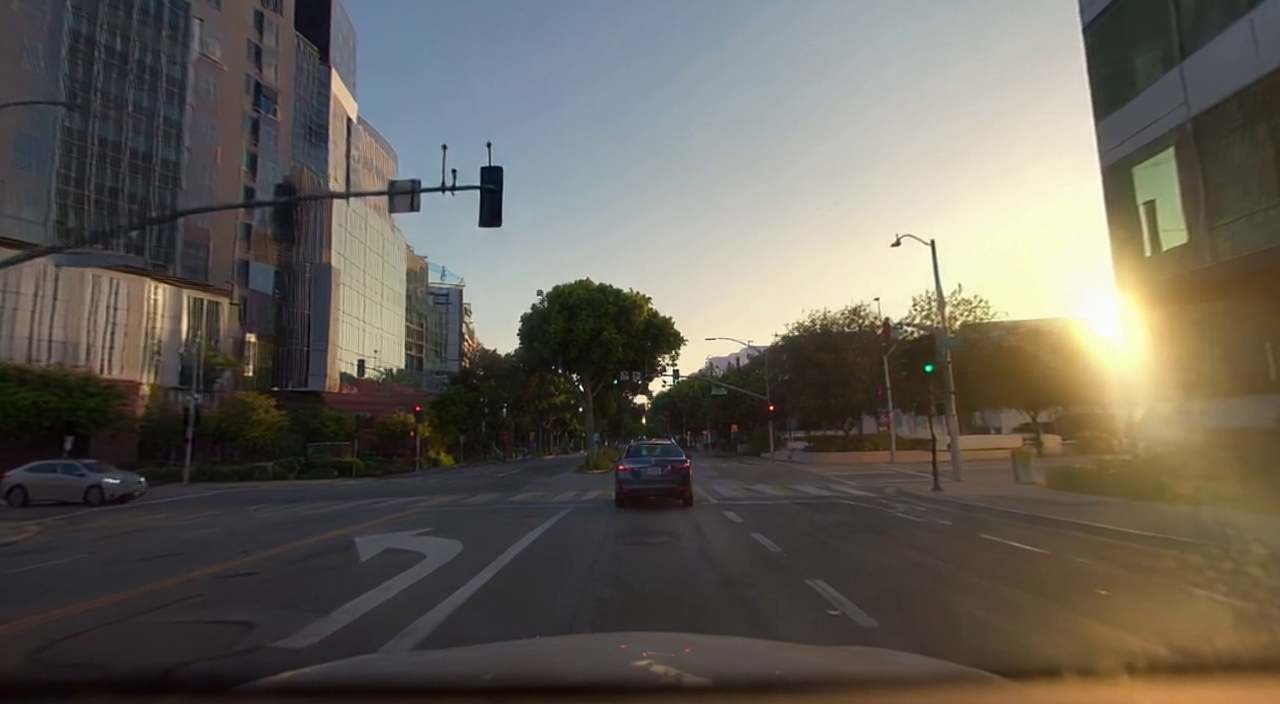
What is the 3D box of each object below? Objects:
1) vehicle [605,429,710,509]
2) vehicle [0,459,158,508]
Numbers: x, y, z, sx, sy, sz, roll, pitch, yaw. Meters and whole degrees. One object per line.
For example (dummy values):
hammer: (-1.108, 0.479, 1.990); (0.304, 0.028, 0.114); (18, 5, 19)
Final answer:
vehicle: (0.364, 2.730, 15.148); (2.184, 1.640, 4.086); (0, -8, 0)
vehicle: (-18.997, 4.338, 21.026); (4.494, 1.475, 1.893); (-1, -8, 7)
